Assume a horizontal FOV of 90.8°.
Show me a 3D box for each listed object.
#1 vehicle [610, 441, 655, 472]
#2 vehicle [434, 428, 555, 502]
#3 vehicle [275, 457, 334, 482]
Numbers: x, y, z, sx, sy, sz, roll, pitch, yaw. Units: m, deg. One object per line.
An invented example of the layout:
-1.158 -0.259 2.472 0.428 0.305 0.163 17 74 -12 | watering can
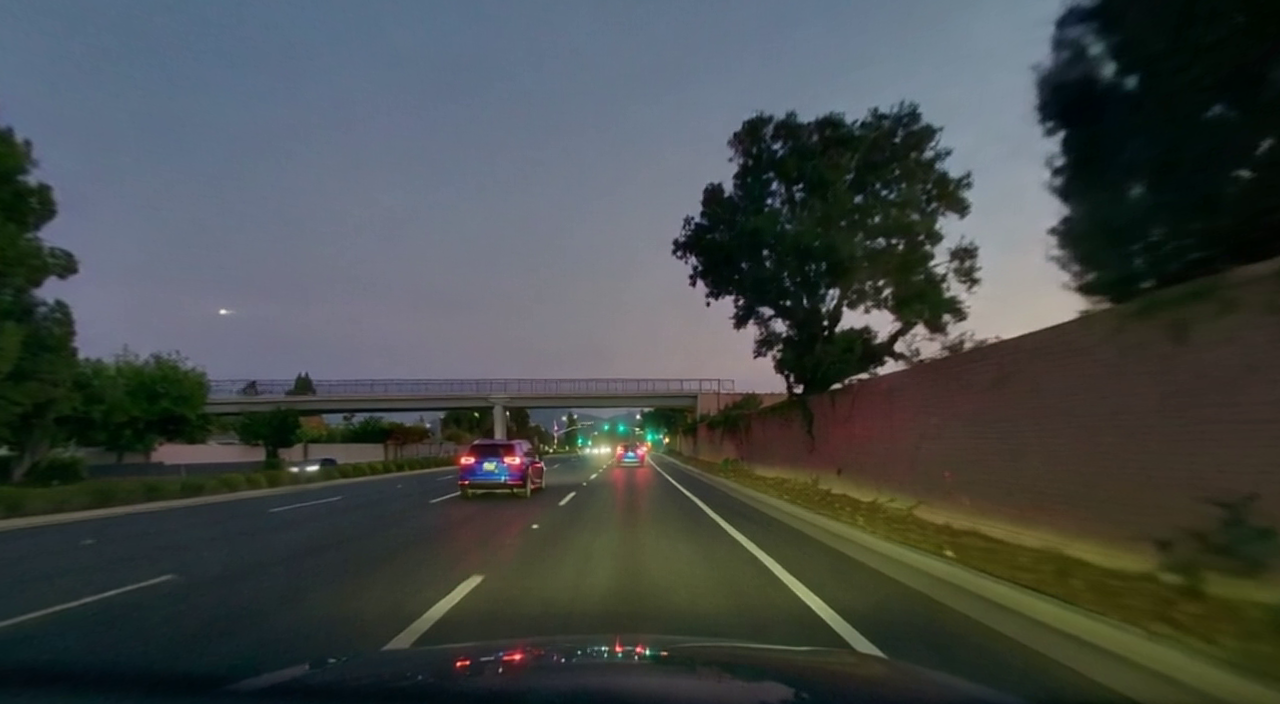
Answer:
-0.416 5.467 33.254 2.205 1.509 4.272 0 -9 -1 | vehicle
-3.845 3.101 17.697 2.223 1.771 4.581 0 -9 1 | vehicle
-24.794 8.681 46.822 1.854 1.645 4.522 0 -9 0 | vehicle
